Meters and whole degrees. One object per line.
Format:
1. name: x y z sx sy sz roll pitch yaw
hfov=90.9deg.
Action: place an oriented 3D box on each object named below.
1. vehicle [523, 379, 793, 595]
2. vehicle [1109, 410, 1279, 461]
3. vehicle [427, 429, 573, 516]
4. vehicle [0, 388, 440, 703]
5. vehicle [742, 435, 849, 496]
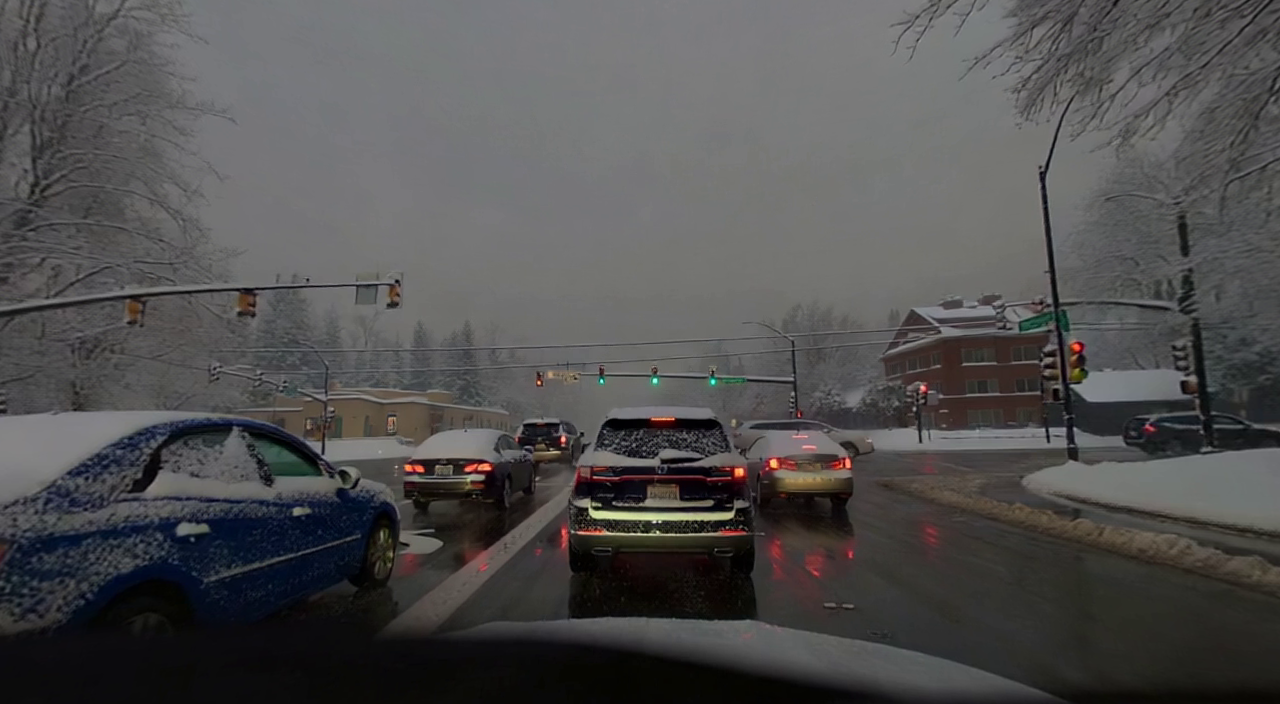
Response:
1. vehicle: 0.205 1.466 7.641 2.300 1.832 4.331 0 -8 1
2. vehicle: 24.669 3.737 28.013 5.539 2.007 2.154 -3 -9 7
3. vehicle: -2.677 2.407 13.087 1.851 1.502 4.042 0 -8 4
4. vehicle: -3.216 1.206 4.477 1.958 1.494 4.624 0 -8 2
5. vehicle: 4.099 3.056 17.343 1.979 1.453 4.011 0 -8 1
